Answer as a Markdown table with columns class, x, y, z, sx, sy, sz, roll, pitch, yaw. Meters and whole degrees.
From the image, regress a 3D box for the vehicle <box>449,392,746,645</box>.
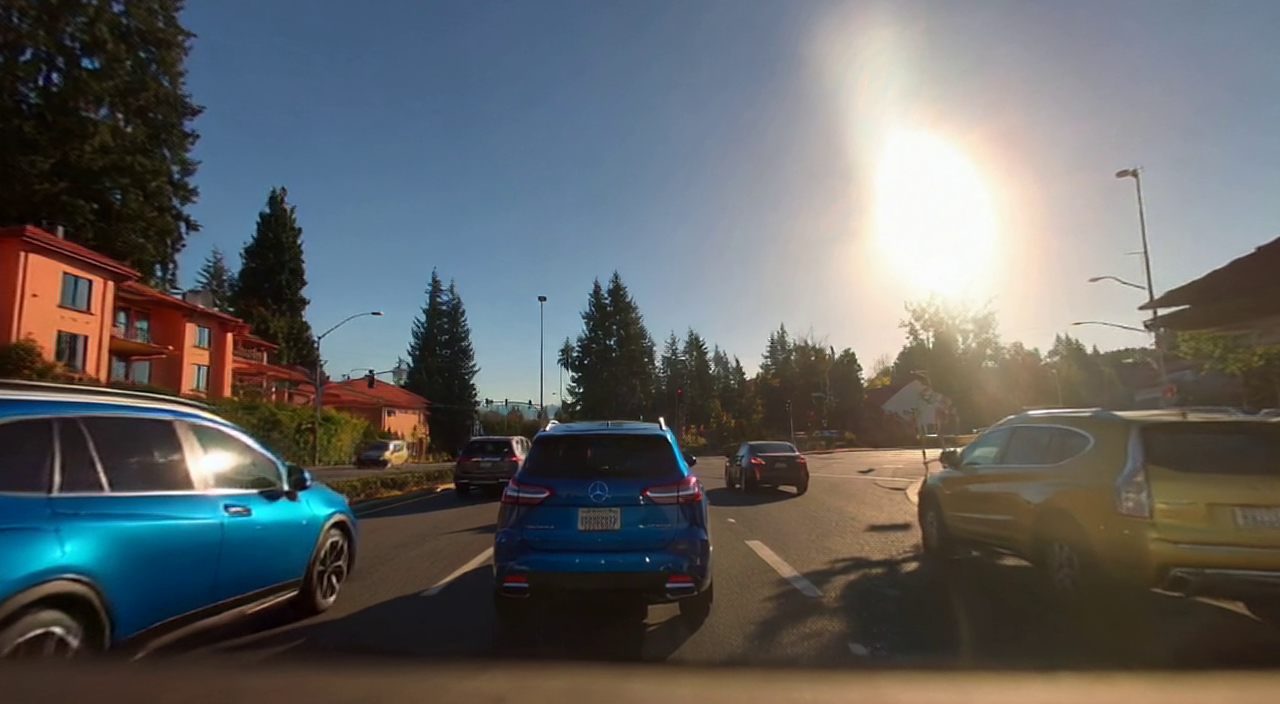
| class | x | y | z | sx | sy | sz | roll | pitch | yaw |
| --- | --- | --- | --- | --- | --- | --- | --- | --- | --- |
| vehicle | -0.216 | 1.434 | 6.419 | 2.022 | 1.700 | 4.084 | 0 | -8 | 2 |

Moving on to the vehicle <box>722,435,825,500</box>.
| class | x | y | z | sx | sy | sz | roll | pitch | yaw |
| --- | --- | --- | --- | --- | --- | --- | --- | --- | --- |
| vehicle | 3.496 | 3.101 | 17.302 | 1.847 | 1.554 | 3.885 | 0 | -8 | -2 |

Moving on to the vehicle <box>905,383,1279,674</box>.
| class | x | y | z | sx | sy | sz | roll | pitch | yaw |
| --- | --- | --- | --- | --- | --- | --- | --- | --- | --- |
| vehicle | 4.380 | 1.386 | 6.084 | 2.014 | 1.740 | 4.515 | -1 | -8 | 5 |

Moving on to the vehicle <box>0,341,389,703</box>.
| class | x | y | z | sx | sy | sz | roll | pitch | yaw |
| --- | --- | --- | --- | --- | --- | --- | --- | --- | --- |
| vehicle | -3.466 | 1.031 | 3.736 | 2.047 | 1.741 | 4.470 | 0 | -8 | 1 |
